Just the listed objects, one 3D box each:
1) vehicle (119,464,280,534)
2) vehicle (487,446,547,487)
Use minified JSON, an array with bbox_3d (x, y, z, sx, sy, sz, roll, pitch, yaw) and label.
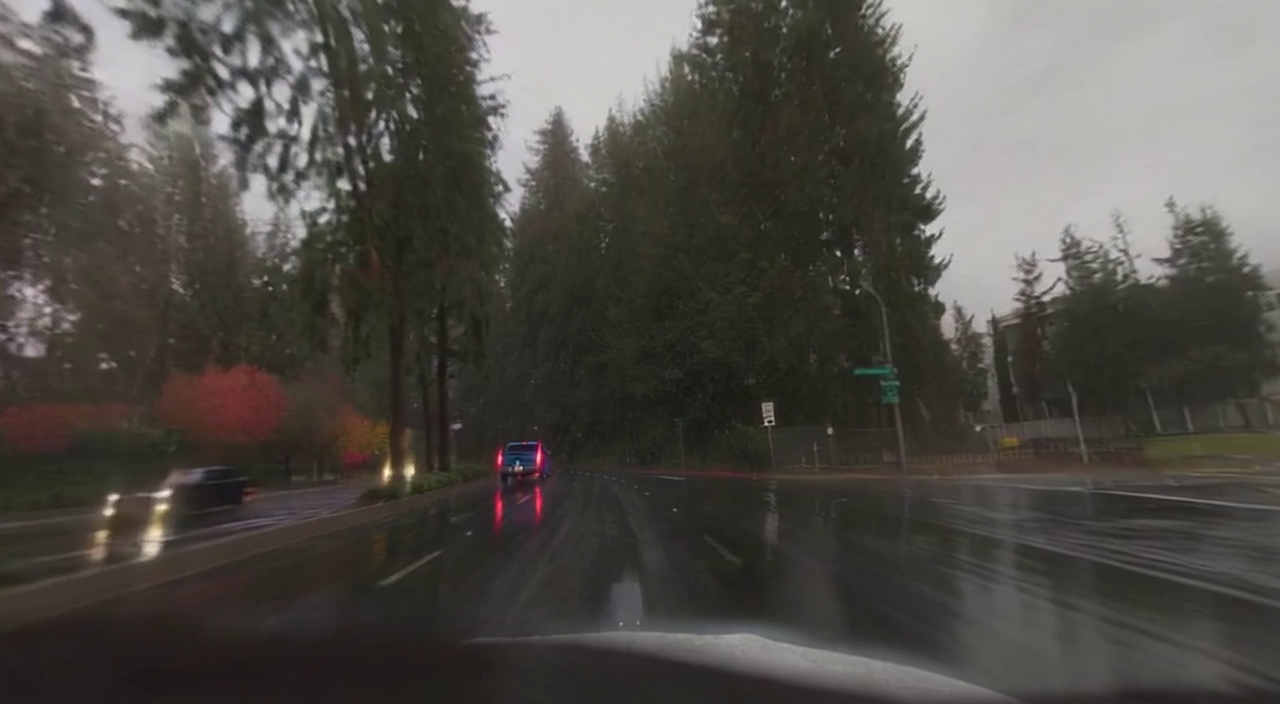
[{"bbox_3d":[-12.391,4.110,18.151,1.883,1.632,4.024,0,-9,-4],"label":"vehicle"},{"bbox_3d":[-6.025,5.657,31.796,2.267,1.849,6.402,1,-9,-5],"label":"vehicle"}]
